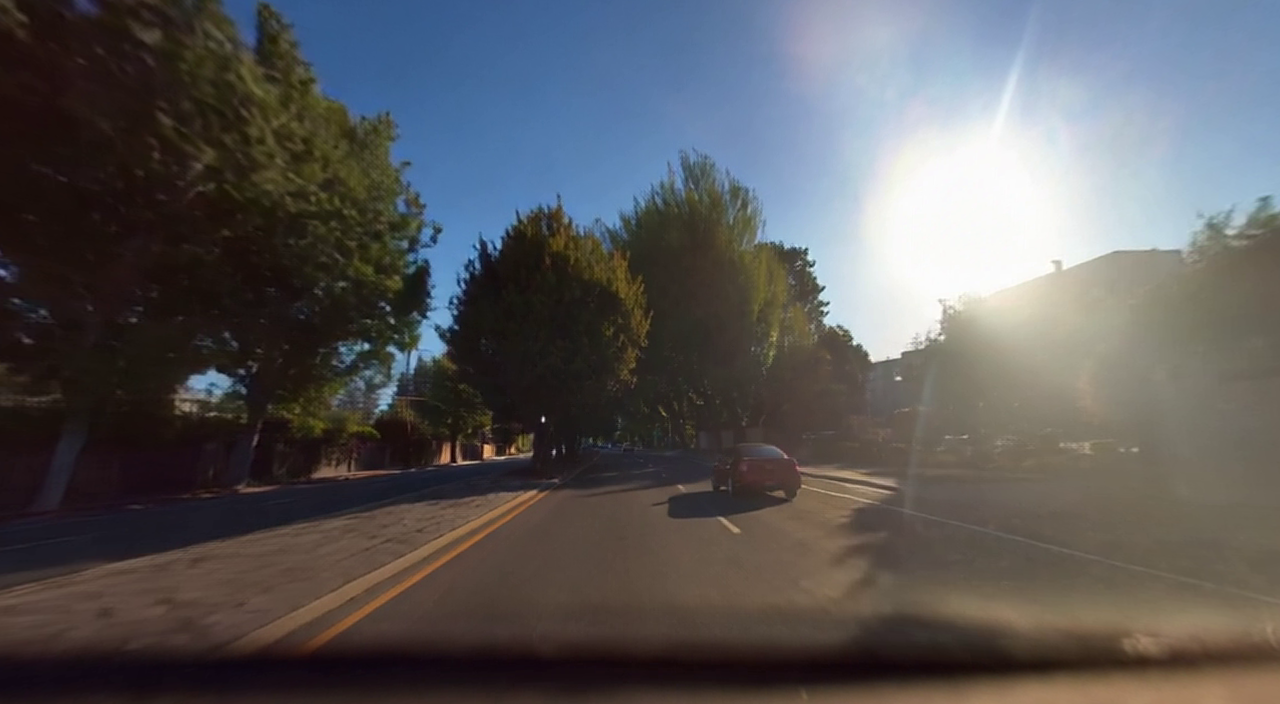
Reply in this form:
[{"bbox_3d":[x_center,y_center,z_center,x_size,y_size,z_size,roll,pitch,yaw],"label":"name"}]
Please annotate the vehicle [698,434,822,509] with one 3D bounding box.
[{"bbox_3d":[2.668,2.800,15.215,1.985,1.529,4.316,1,-9,-2],"label":"vehicle"}]
